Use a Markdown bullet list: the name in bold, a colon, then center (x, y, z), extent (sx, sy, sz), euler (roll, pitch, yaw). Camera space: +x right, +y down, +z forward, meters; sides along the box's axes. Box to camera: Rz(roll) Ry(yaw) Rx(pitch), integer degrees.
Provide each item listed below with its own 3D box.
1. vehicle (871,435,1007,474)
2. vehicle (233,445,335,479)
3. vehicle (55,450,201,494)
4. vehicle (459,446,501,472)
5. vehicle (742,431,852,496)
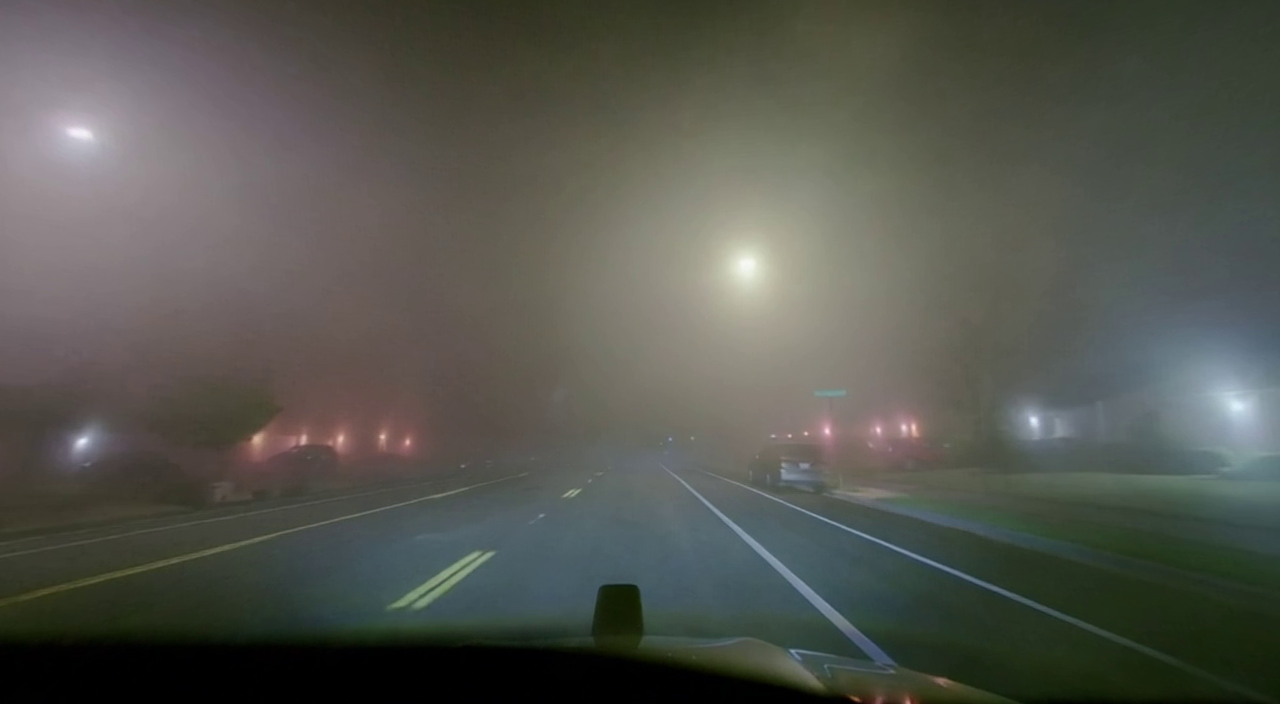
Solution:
- **vehicle**: center (12.158, 4.192, 25.948), extent (4.577, 1.490, 1.903), euler (0, -8, 0)
- **vehicle**: center (-20.732, 6.413, 36.934), extent (4.698, 1.862, 2.116), euler (0, -9, 2)
- **vehicle**: center (-21.194, 4.965, 26.318), extent (4.272, 1.688, 1.990), euler (0, -9, -1)
- **vehicle**: center (-12.484, 8.373, 49.607), extent (2.003, 1.804, 4.554), euler (-1, -7, 1)
- **vehicle**: center (4.804, 3.504, 20.234), extent (2.196, 1.801, 4.778), euler (0, -8, -1)
